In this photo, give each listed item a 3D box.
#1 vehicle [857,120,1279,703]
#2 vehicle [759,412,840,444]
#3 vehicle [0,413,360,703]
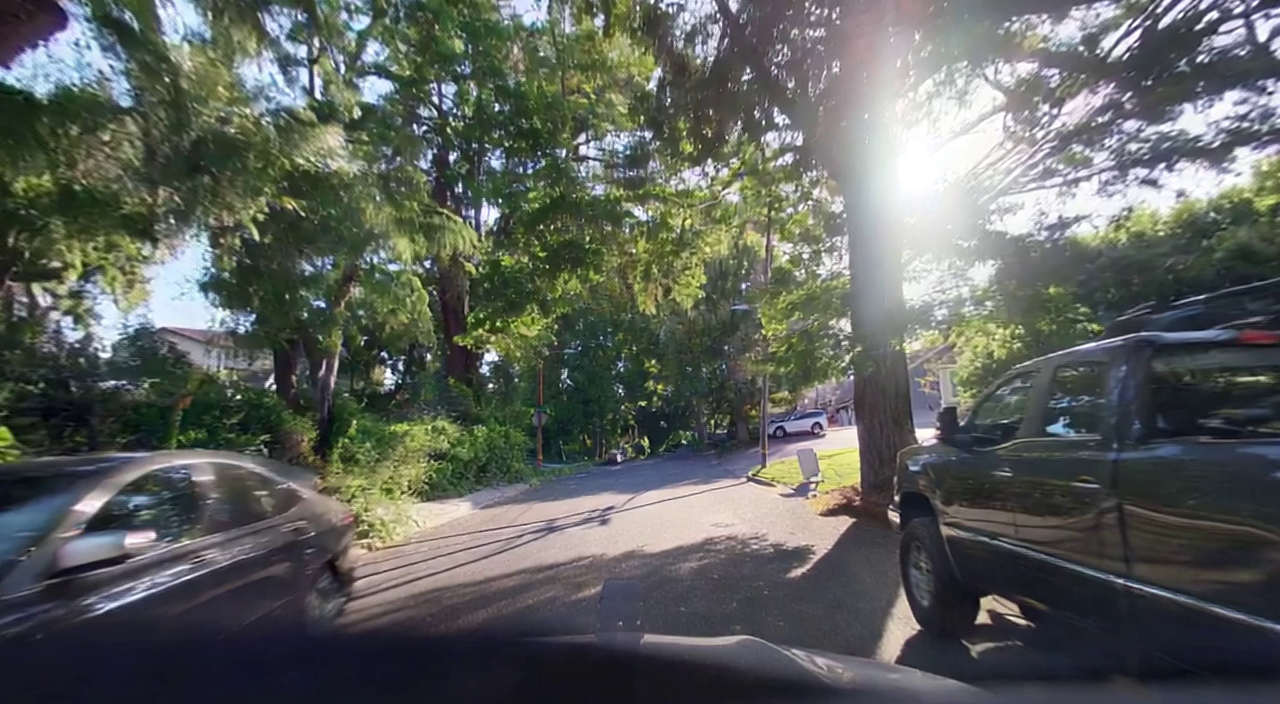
[{"bbox_3d":[2.953,0.558,2.629,2.245,2.166,5.242,0,-9,0],"label":"vehicle"},{"bbox_3d":[10.366,4.984,41.030,4.780,1.984,1.896,3,-9,-19],"label":"vehicle"},{"bbox_3d":[-3.128,1.058,2.498,1.980,1.571,4.150,-1,-9,3],"label":"vehicle"}]
